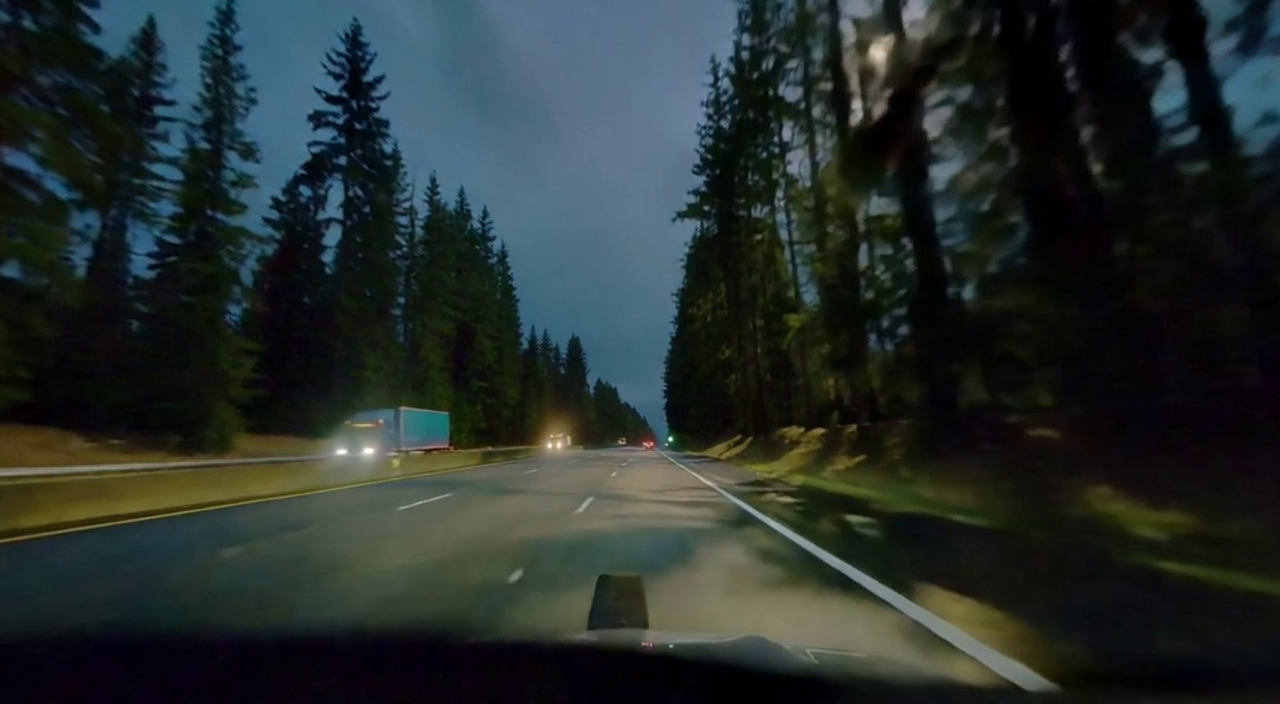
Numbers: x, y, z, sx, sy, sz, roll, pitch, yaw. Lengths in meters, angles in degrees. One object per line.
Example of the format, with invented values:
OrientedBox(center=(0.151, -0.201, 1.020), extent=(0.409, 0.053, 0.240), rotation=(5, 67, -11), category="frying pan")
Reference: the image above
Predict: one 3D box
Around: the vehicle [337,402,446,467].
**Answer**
OrientedBox(center=(-16.984, 5.901, 44.338), extent=(2.939, 3.962, 11.102), rotation=(0, -8, 1), category="vehicle")
